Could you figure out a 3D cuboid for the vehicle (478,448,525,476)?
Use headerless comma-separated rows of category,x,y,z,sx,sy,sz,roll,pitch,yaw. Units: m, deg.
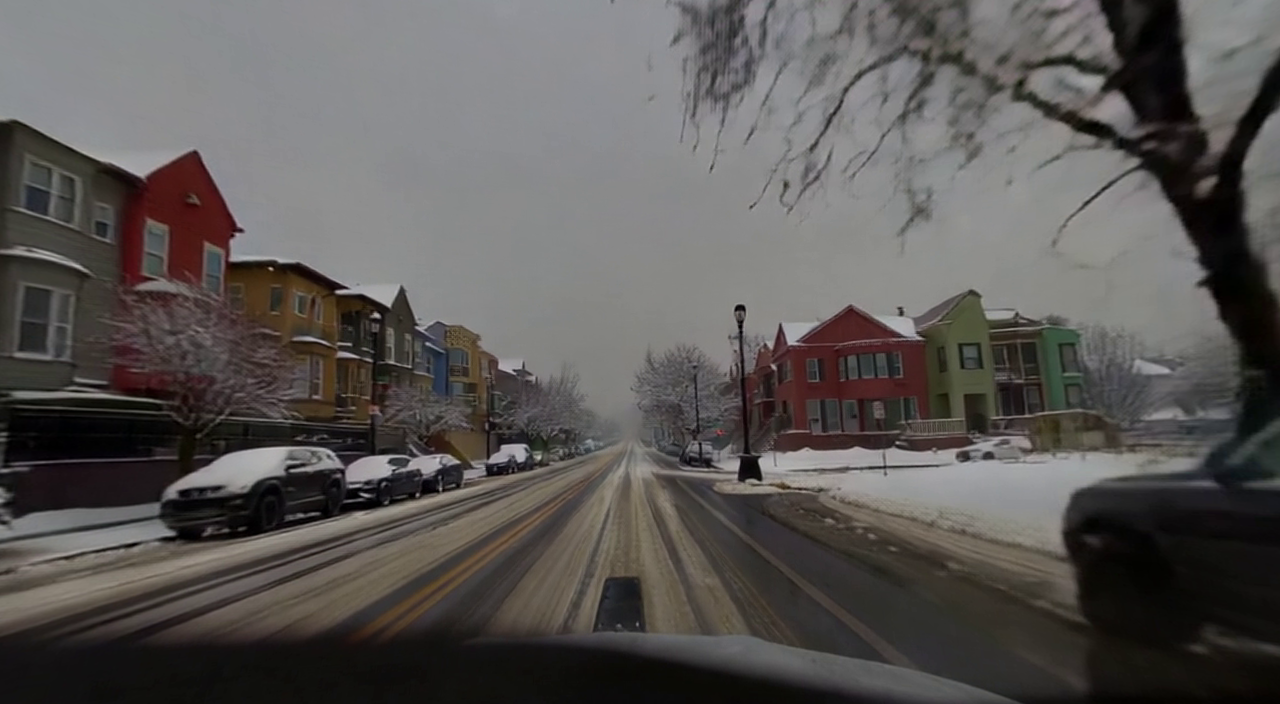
vehicle,-8.181,6.518,37.728,1.967,1.517,4.360,0,-9,-2

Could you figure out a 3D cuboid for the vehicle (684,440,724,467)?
vehicle,4.218,6.795,42.273,2.034,1.674,4.271,0,-9,-3

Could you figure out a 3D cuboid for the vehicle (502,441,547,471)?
vehicle,-7.930,7.199,43.698,2.283,1.853,4.903,-1,-9,-1

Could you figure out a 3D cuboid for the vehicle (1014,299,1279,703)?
vehicle,4.327,0.671,2.340,2.393,2.075,5.683,0,-9,0

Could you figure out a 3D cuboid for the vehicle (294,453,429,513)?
vehicle,-8.077,3.799,18.885,1.970,1.480,4.616,-1,-9,-1

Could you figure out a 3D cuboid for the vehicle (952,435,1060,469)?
vehicle,20.062,5.501,34.779,4.568,1.727,2.199,0,-9,-2

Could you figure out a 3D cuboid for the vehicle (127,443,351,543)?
vehicle,-8.080,2.836,13.359,1.919,1.698,4.328,-1,-9,-1
